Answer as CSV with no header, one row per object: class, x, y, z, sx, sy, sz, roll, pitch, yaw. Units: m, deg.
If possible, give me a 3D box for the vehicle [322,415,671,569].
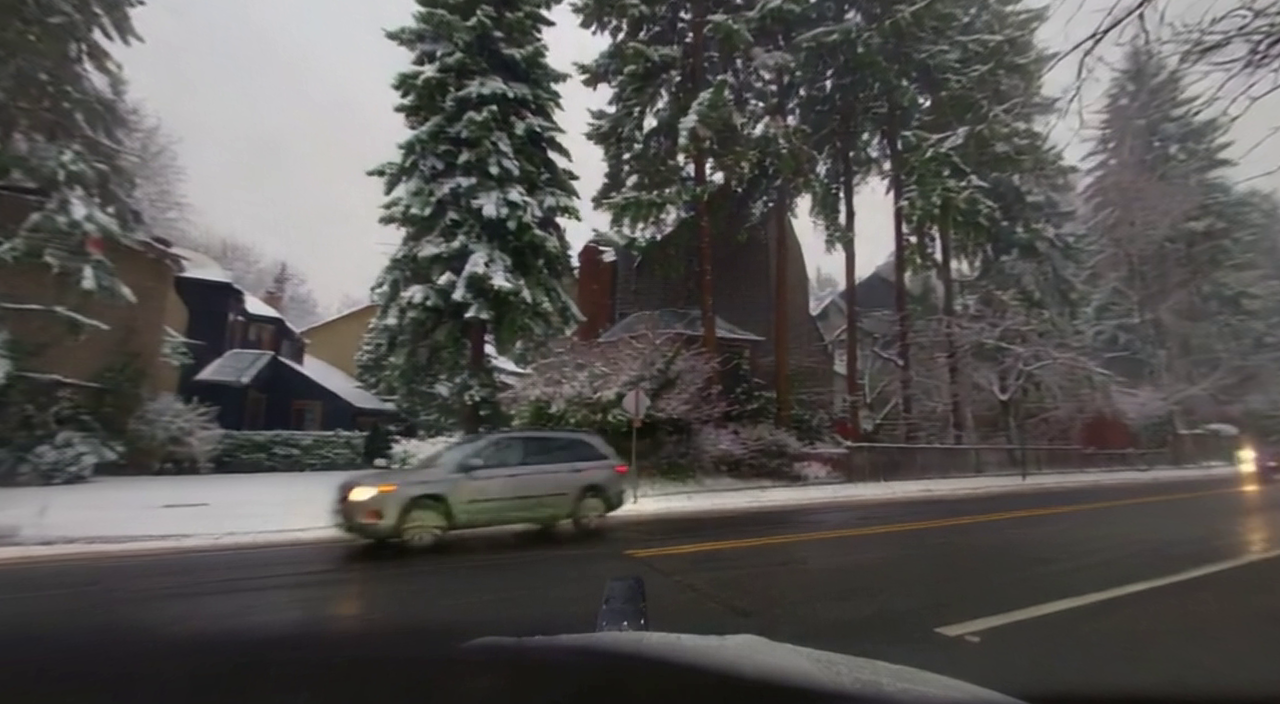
vehicle,-1.989,1.864,9.106,4.462,1.706,2.046,5,-10,-29
